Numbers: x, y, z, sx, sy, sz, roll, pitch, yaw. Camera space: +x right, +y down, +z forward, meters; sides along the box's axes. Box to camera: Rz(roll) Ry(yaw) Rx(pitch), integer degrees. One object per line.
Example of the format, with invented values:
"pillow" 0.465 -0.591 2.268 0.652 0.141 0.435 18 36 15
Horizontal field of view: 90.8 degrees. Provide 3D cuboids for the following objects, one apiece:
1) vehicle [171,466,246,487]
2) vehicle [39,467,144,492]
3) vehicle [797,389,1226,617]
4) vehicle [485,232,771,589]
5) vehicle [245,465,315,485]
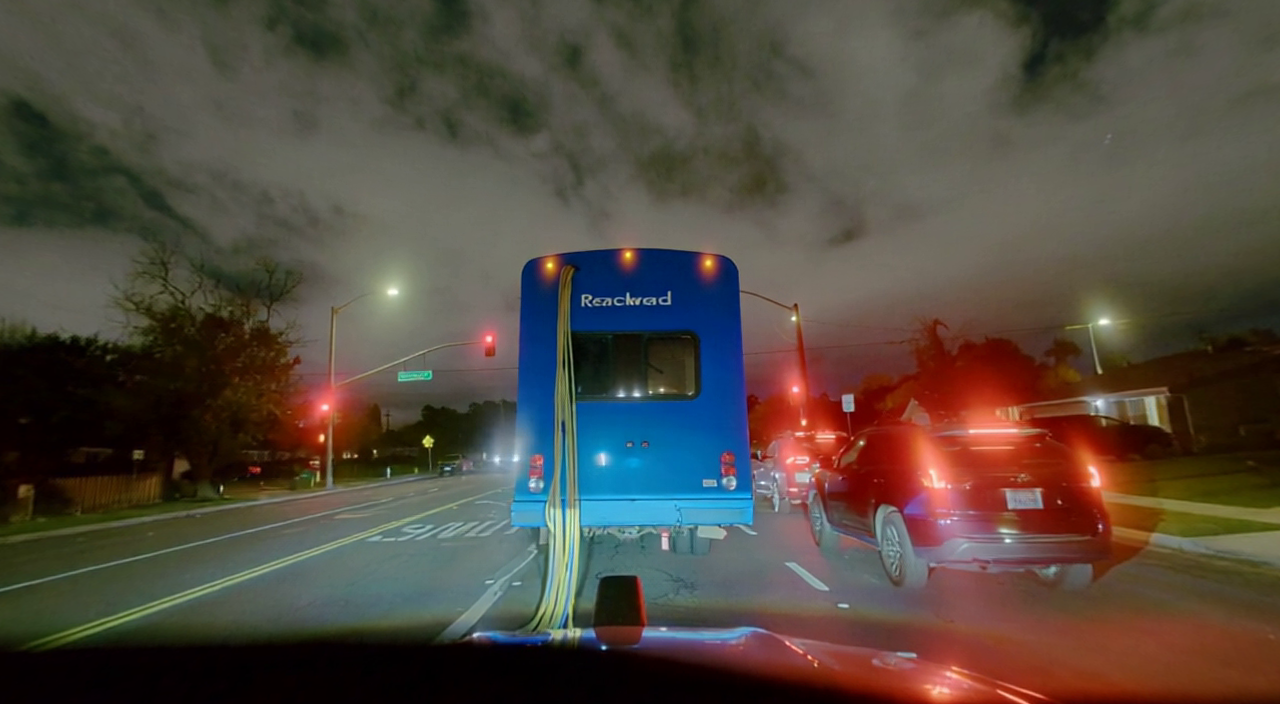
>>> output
"vehicle" -32.705 9.408 47.959 4.311 1.458 1.707 0 -9 -3
"vehicle" -35.952 8.337 41.482 4.954 1.506 2.014 0 -9 -1
"vehicle" 3.414 1.489 7.135 2.104 1.735 4.408 0 -9 0
"vehicle" -0.110 1.113 10.313 2.709 3.511 8.213 0 -9 0
"vehicle" -27.402 9.359 48.147 4.187 1.445 1.809 0 -9 0
